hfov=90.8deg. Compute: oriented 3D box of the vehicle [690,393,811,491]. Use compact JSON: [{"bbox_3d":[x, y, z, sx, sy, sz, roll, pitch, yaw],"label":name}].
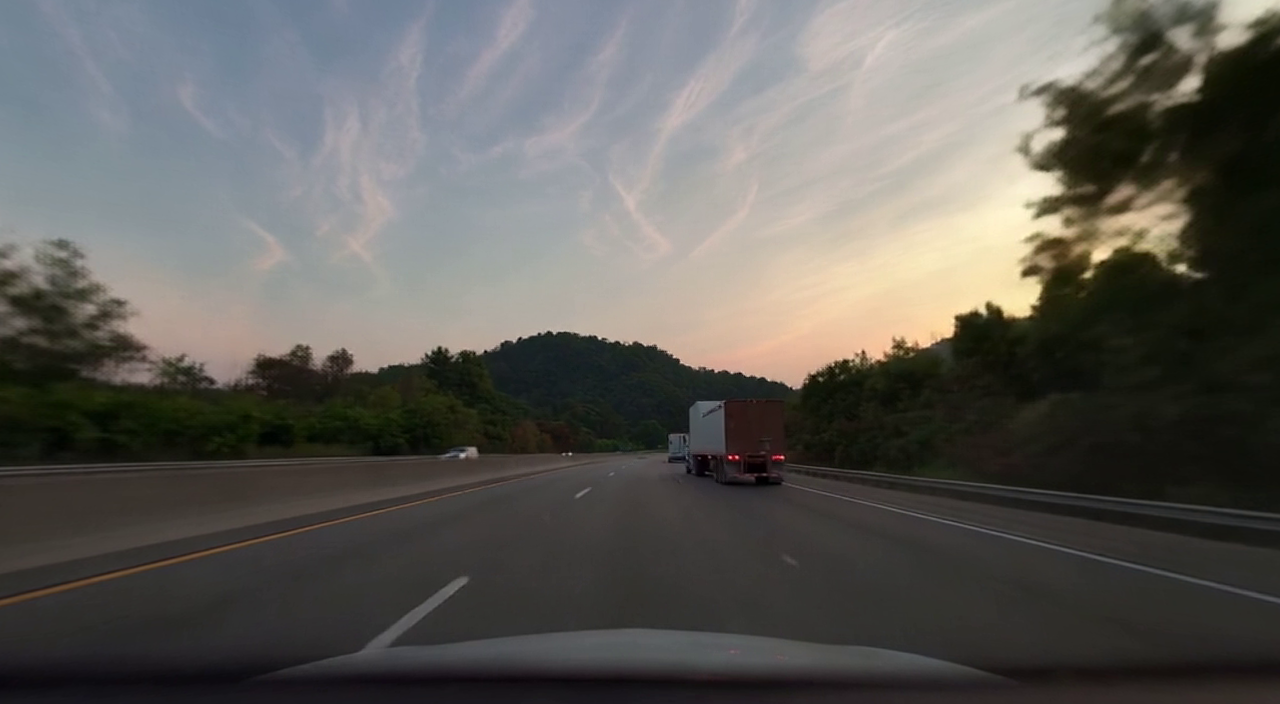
[{"bbox_3d":[4.430,4.235,29.140,2.868,3.427,14.032,0,-9,-1],"label":"vehicle"}]
